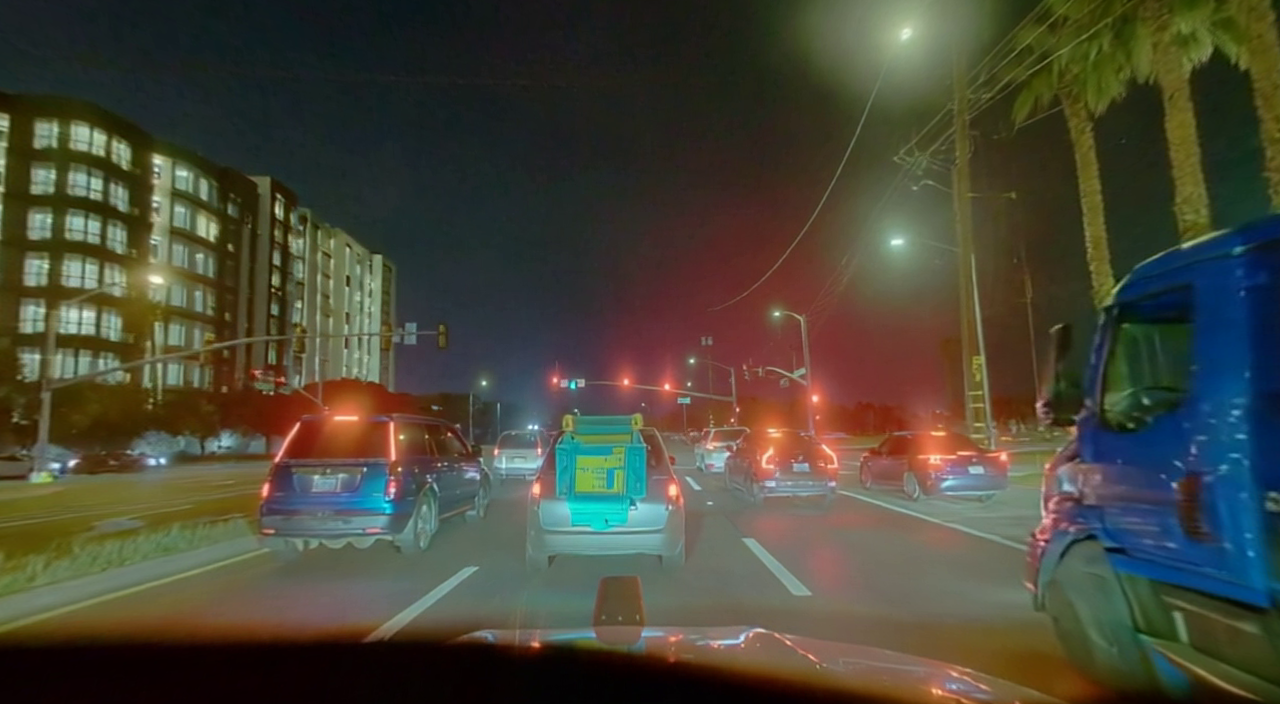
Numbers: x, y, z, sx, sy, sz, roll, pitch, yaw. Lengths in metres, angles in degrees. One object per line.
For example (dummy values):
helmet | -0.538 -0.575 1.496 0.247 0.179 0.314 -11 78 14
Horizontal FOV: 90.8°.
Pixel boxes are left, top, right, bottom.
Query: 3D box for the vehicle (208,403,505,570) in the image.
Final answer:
vehicle | -3.535 1.771 9.076 2.136 1.779 4.417 0 -8 1

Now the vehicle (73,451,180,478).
vehicle | -35.727 7.857 44.112 5.422 1.765 1.937 1 -9 -8

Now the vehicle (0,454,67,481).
vehicle | -42.512 7.840 42.902 4.867 1.689 1.971 1 -9 -9

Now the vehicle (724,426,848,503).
vehicle | 3.331 2.657 15.311 1.975 1.598 4.025 0 -8 -1

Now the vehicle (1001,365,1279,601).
vehicle | 6.479 1.306 6.659 2.130 1.979 5.310 0 -9 -1

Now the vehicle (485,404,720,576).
vehicle | -0.414 1.670 8.394 2.302 1.681 4.217 0 -8 -1

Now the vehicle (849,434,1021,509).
vehicle | 6.500 2.663 14.575 1.764 1.451 4.300 0 -8 -2
